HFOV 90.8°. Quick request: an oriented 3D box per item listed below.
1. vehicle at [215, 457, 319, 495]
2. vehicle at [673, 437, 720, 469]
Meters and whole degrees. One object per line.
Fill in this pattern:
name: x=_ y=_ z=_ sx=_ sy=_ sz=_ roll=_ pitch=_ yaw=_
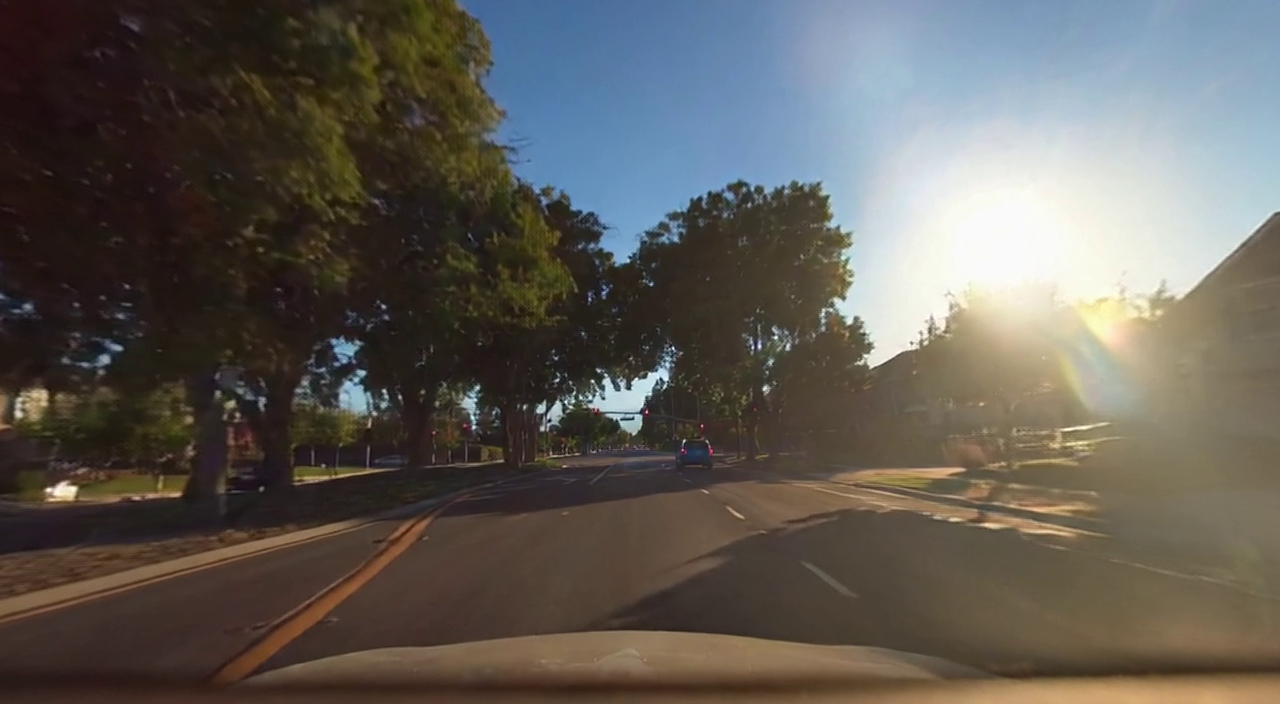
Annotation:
vehicle: x=-16.261 y=5.398 z=27.854 sx=1.938 sy=1.468 sz=4.375 roll=0 pitch=-9 yaw=0
vehicle: x=3.394 y=6.229 z=38.984 sx=2.229 sy=1.795 sz=4.927 roll=0 pitch=-9 yaw=-2
